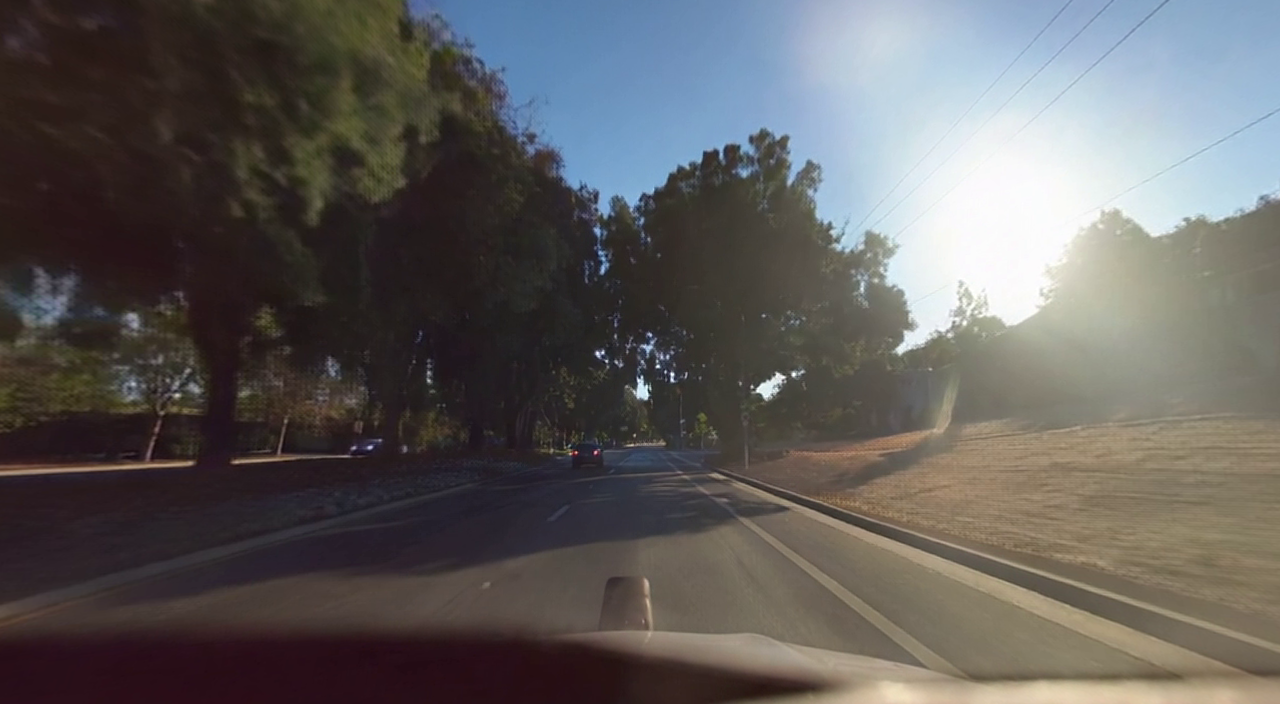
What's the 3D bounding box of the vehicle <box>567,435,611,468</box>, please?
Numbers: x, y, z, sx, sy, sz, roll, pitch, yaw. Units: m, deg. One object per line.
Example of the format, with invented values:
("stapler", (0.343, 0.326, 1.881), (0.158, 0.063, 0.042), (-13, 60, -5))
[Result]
("vehicle", (-2.745, 5.466, 34.791), (2.016, 1.694, 4.335), (0, -8, 1))
